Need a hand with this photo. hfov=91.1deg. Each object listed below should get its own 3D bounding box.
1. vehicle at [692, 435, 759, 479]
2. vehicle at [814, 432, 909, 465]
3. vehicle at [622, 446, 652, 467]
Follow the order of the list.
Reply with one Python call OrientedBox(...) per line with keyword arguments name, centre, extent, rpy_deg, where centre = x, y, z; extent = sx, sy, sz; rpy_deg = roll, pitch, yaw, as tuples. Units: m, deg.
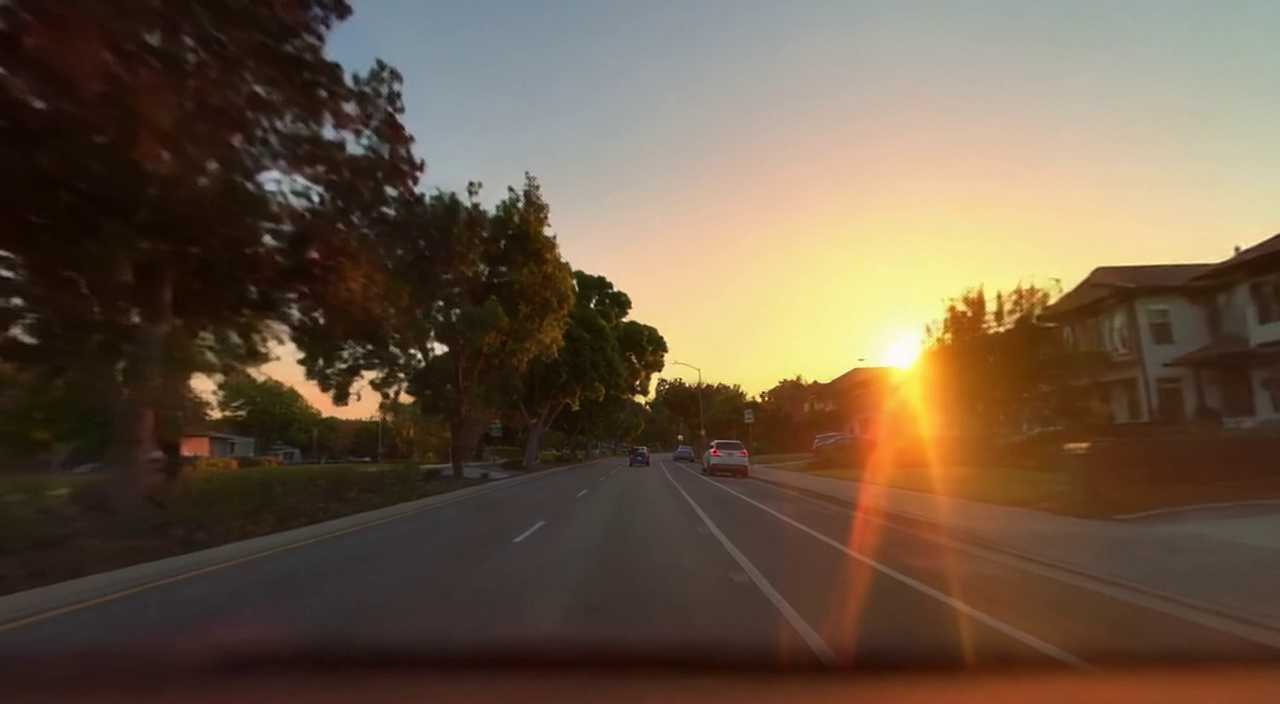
OrientedBox(name="vehicle", centre=(3.855, 4.864, 29.301), extent=(2.203, 1.828, 5.336), rpy_deg=(0, -9, -2))
OrientedBox(name="vehicle", centre=(12.778, 5.573, 36.438), extent=(4.694, 1.622, 2.067), rpy_deg=(-2, -7, 1))
OrientedBox(name="vehicle", centre=(-0.185, 7.574, 45.554), extent=(2.054, 1.456, 4.003), rpy_deg=(0, -9, 0))
